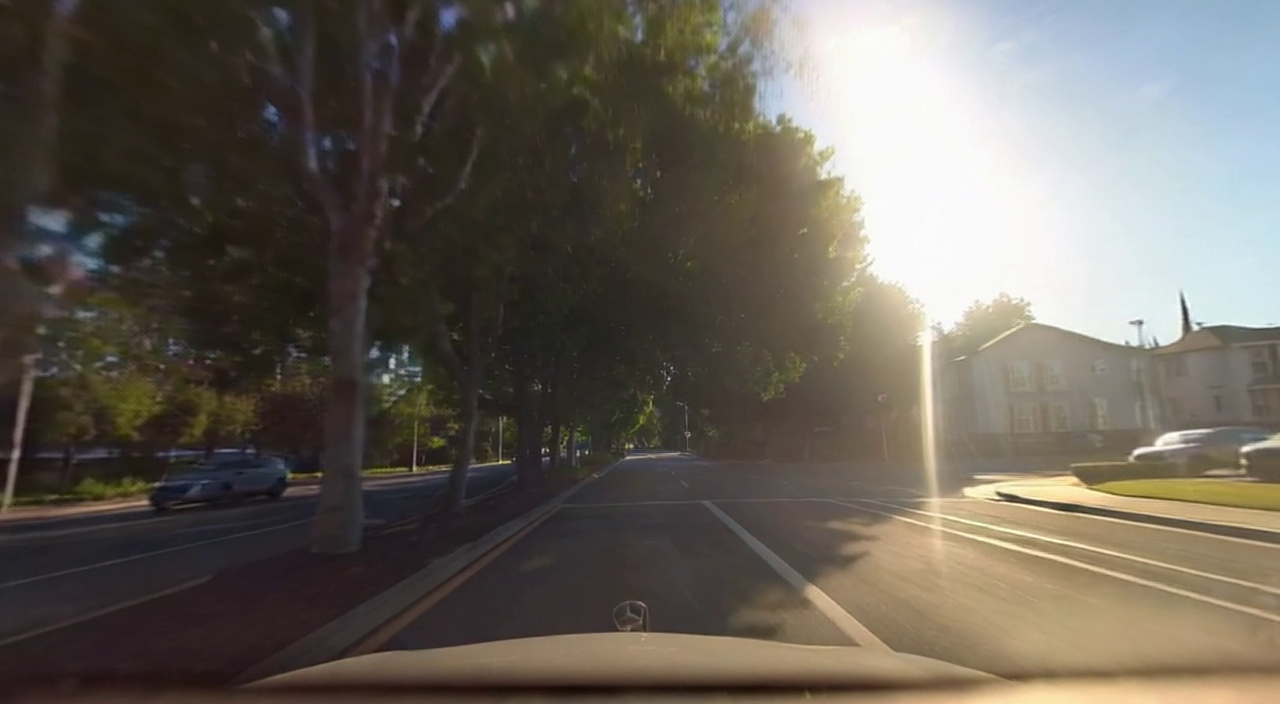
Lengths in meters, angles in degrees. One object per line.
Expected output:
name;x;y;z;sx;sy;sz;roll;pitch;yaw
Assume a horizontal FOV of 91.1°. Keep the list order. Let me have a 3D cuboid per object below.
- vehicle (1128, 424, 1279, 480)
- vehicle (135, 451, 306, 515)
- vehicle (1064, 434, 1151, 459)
vehicle;17.206;2.802;17.763;5.126;1.469;2.009;0;-8;-1
vehicle;-12.716;3.944;19.506;2.007;1.655;4.649;-1;-8;1
vehicle;26.204;5.304;35.406;1.624;1.311;4.222;0;-8;-1
